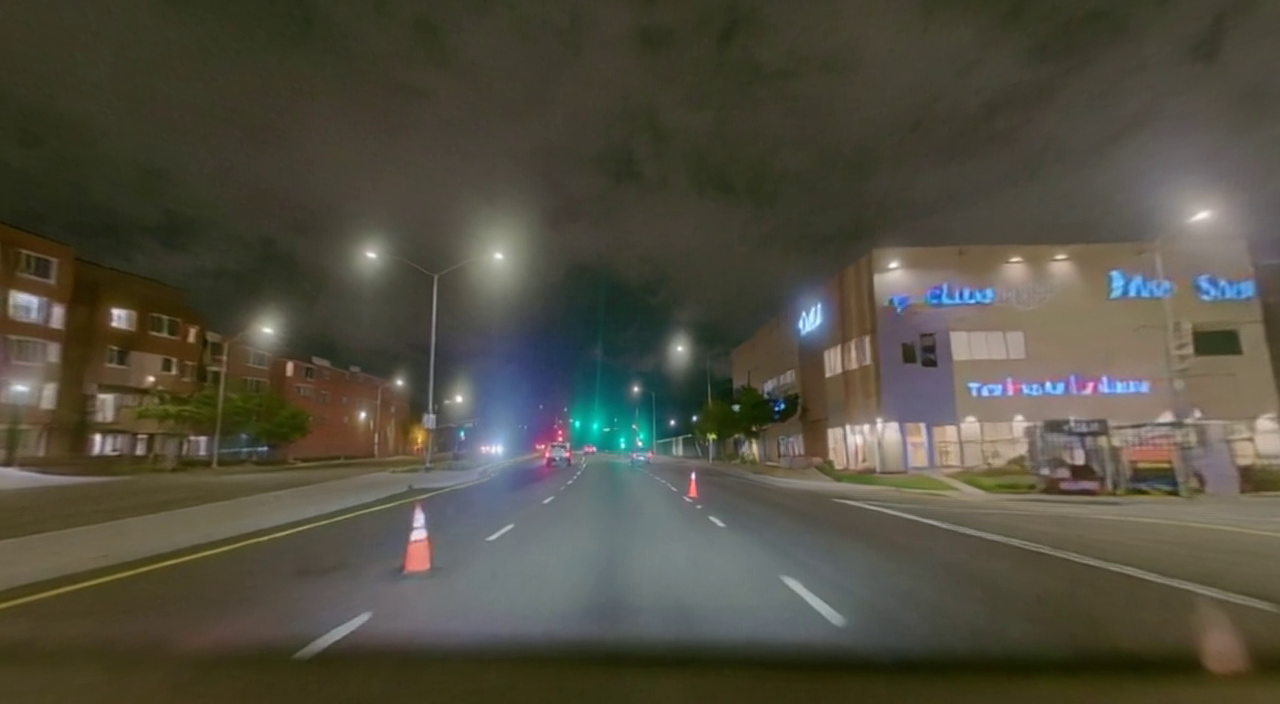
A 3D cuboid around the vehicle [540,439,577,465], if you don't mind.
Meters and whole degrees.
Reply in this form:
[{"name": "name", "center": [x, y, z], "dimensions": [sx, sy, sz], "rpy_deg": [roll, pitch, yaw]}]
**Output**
[{"name": "vehicle", "center": [-5.596, 6.935, 43.992], "dimensions": [2.381, 1.721, 4.186], "rpy_deg": [1, -9, -5]}]
